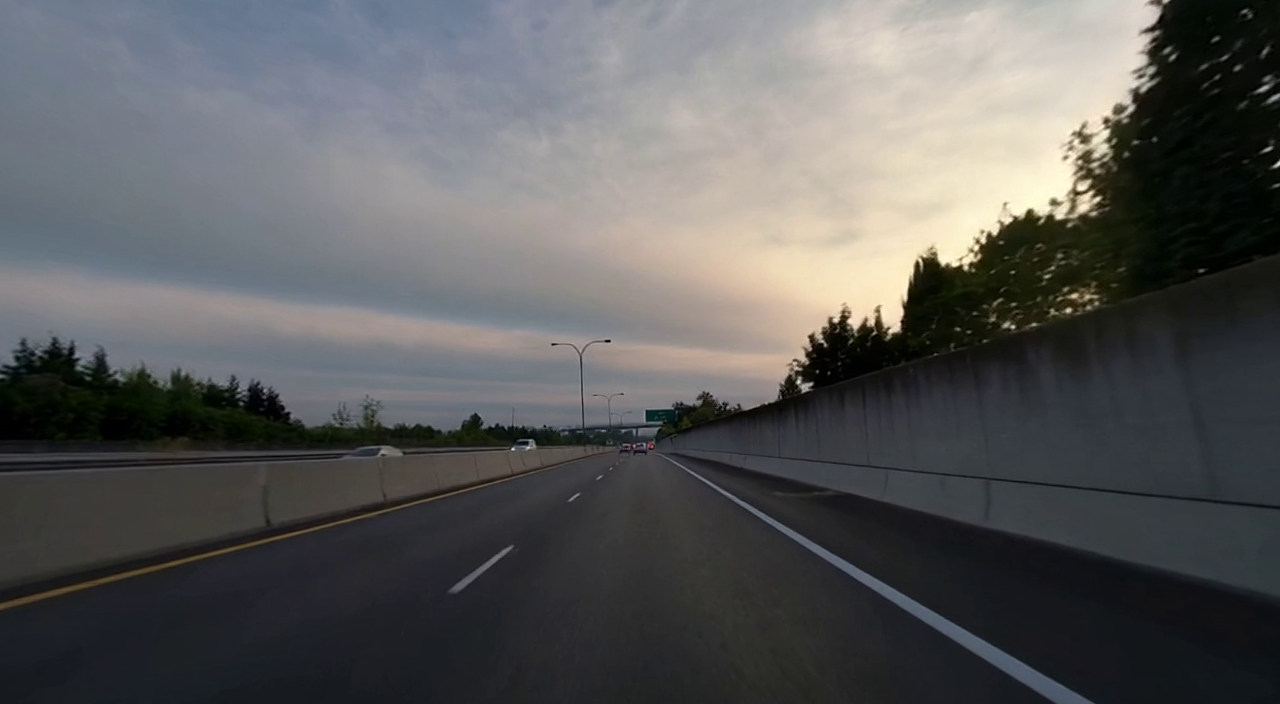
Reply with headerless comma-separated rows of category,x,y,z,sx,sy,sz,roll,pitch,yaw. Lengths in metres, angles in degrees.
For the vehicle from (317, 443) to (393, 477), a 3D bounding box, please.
vehicle,-16.242,6.143,36.160,1.989,1.819,4.938,0,-8,1
